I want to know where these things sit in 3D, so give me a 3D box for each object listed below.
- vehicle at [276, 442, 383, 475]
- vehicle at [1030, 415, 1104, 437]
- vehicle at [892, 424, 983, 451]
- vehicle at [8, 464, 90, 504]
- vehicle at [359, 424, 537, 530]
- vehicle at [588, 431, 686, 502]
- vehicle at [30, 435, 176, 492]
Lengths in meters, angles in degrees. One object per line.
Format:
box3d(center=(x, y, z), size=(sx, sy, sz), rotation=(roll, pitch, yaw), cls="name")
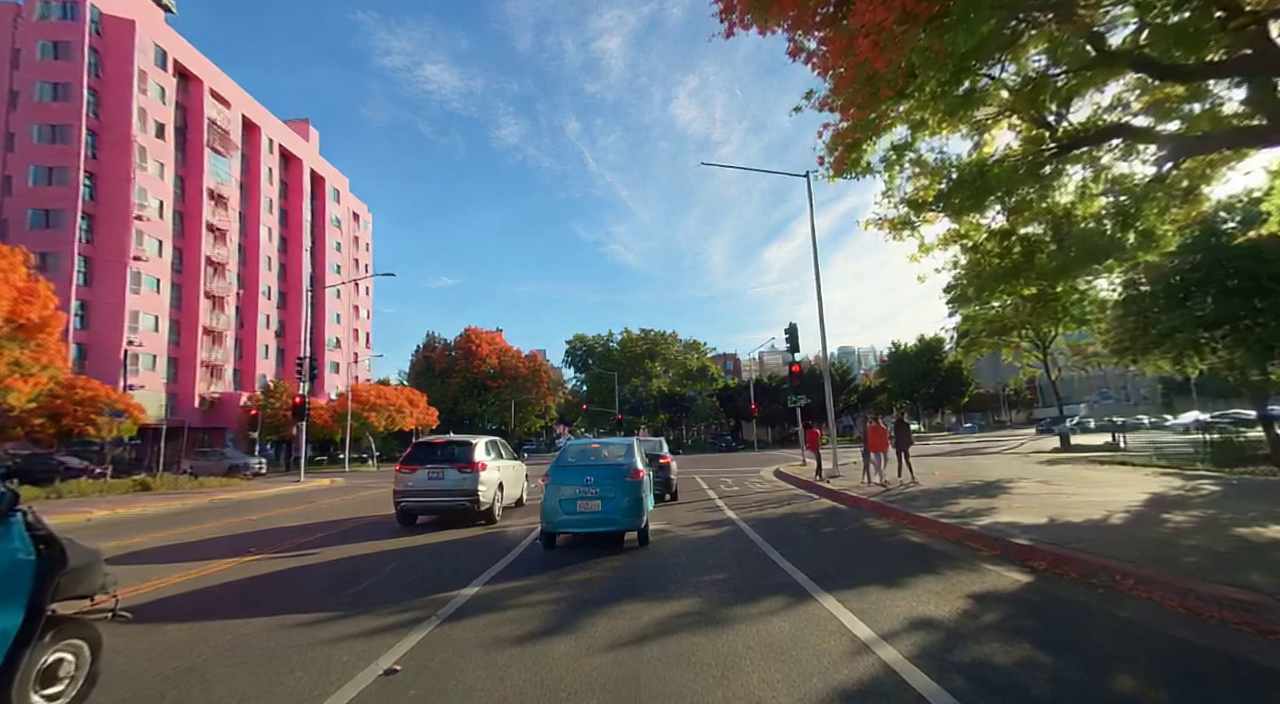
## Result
box3d(center=(-18.196, 6.248, 37.090), size=(5.226, 1.840, 2.016), rotation=(-1, -9, 2), cls="vehicle")
box3d(center=(30.907, 5.421, 45.657), size=(1.751, 1.420, 4.027), rotation=(7, -11, -42), cls="vehicle")
box3d(center=(17.689, 5.124, 37.507), size=(4.661, 1.456, 1.862), rotation=(-5, -10, 31), cls="vehicle")
box3d(center=(-24.196, 5.364, 25.911), size=(1.495, 1.345, 3.336), rotation=(3, -8, -27), cls="vehicle")
box3d(center=(-3.295, 2.231, 11.773), size=(1.935, 1.615, 4.073), rotation=(-1, -9, 2), cls="vehicle")
box3d(center=(-0.034, 2.681, 15.124), size=(2.025, 1.458, 4.085), rotation=(0, -9, 1), cls="vehicle")
box3d(center=(-28.803, 5.954, 33.977), size=(5.890, 2.393, 2.346), rotation=(-5, -7, 0), cls="vehicle")
